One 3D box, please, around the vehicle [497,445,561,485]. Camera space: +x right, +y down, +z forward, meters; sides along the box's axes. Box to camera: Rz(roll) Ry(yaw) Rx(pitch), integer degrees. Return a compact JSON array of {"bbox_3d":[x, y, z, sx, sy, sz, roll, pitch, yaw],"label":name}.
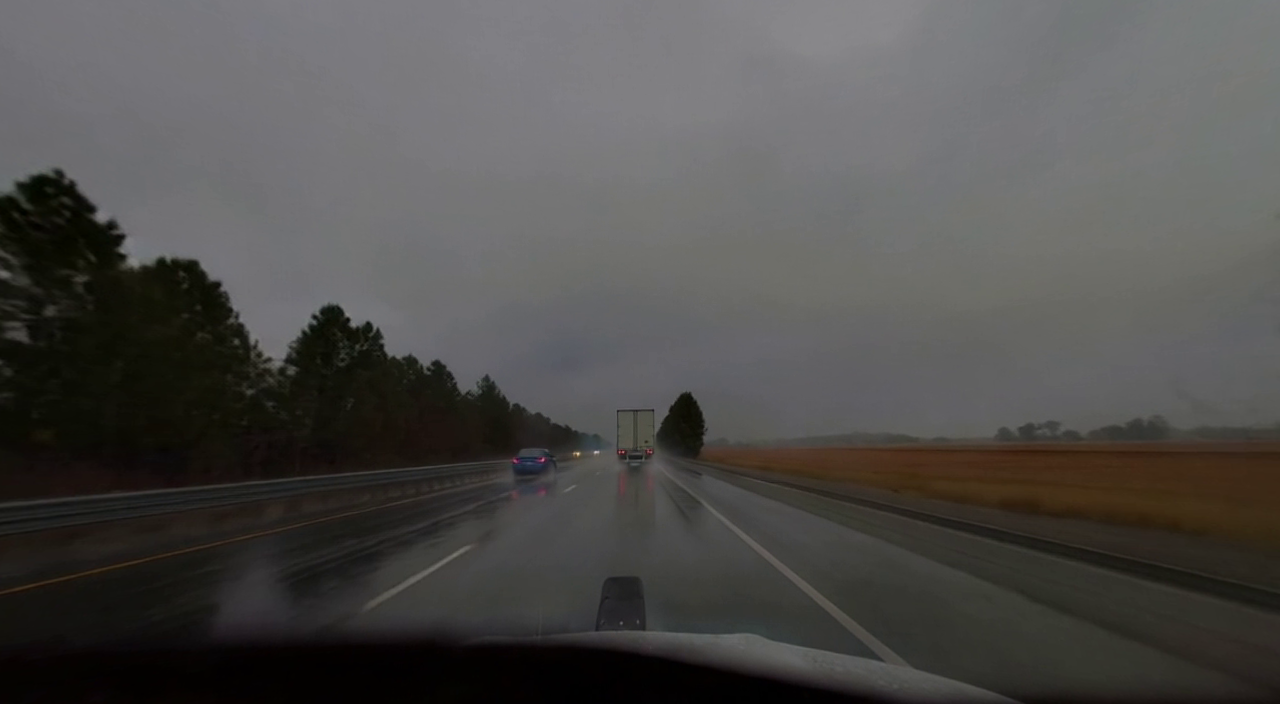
[{"bbox_3d":[-4.515,4.667,26.246,1.937,1.493,3.779,0,-9,0],"label":"vehicle"}]
